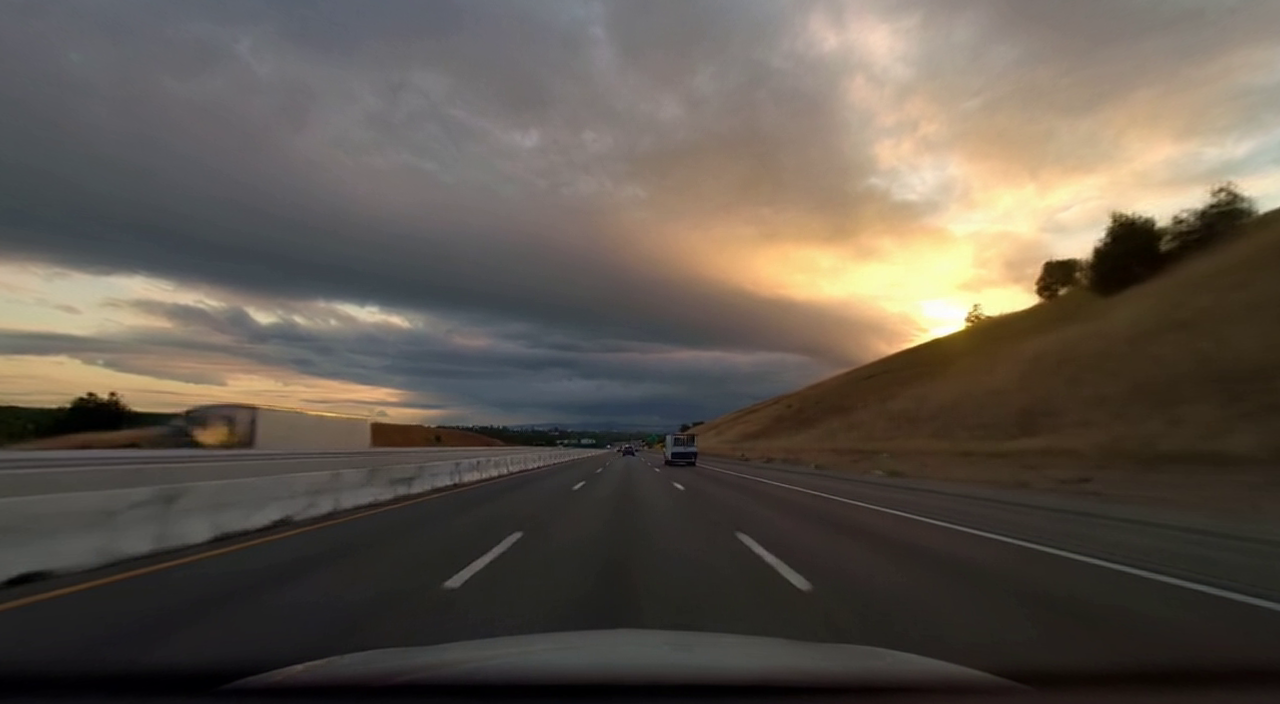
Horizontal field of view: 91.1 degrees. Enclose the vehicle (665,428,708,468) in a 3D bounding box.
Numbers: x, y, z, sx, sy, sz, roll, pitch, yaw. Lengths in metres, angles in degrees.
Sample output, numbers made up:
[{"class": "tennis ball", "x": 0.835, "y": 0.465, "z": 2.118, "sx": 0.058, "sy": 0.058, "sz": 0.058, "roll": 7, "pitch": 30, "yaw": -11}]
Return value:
[{"class": "vehicle", "x": 3.253, "y": 6.881, "z": 44.889, "sx": 2.527, "sy": 2.682, "sz": 4.082, "roll": 0, "pitch": -9, "yaw": -4}]
